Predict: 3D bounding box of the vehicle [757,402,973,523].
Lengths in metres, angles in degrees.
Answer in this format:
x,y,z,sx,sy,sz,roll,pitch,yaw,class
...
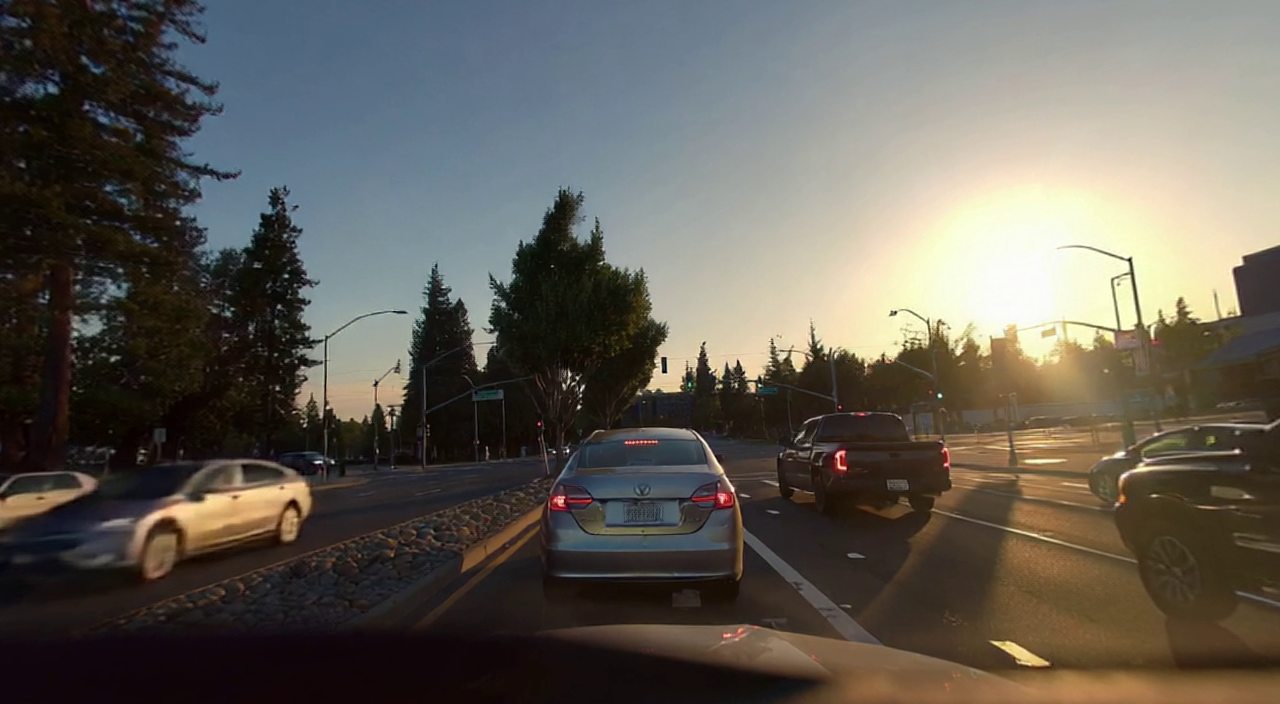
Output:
x,y,z,sx,sy,sz,roll,pitch,yaw,class
4.176,2.202,13.109,2.319,1.930,5.651,0,-8,-1,vehicle

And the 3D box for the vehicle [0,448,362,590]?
x,y,z,sx,sy,sz,roll,pitch,yaw,class
-6.153,2.175,9.161,2.157,1.492,4.411,-1,-8,1,vehicle

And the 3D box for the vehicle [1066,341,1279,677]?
x,y,z,sx,sy,sz,roll,pitch,yaw,class
4.458,0.746,2.738,2.019,1.803,4.634,-1,-8,1,vehicle

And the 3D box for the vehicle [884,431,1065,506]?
x,y,z,sx,sy,sz,roll,pitch,yaw,class
7.603,2.678,14.955,1.856,1.487,4.454,0,-8,0,vehicle

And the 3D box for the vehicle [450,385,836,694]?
x,y,z,sx,sy,sz,roll,pitch,yaw,class
-0.015,1.315,5.531,2.116,1.677,3.948,0,-8,-1,vehicle
